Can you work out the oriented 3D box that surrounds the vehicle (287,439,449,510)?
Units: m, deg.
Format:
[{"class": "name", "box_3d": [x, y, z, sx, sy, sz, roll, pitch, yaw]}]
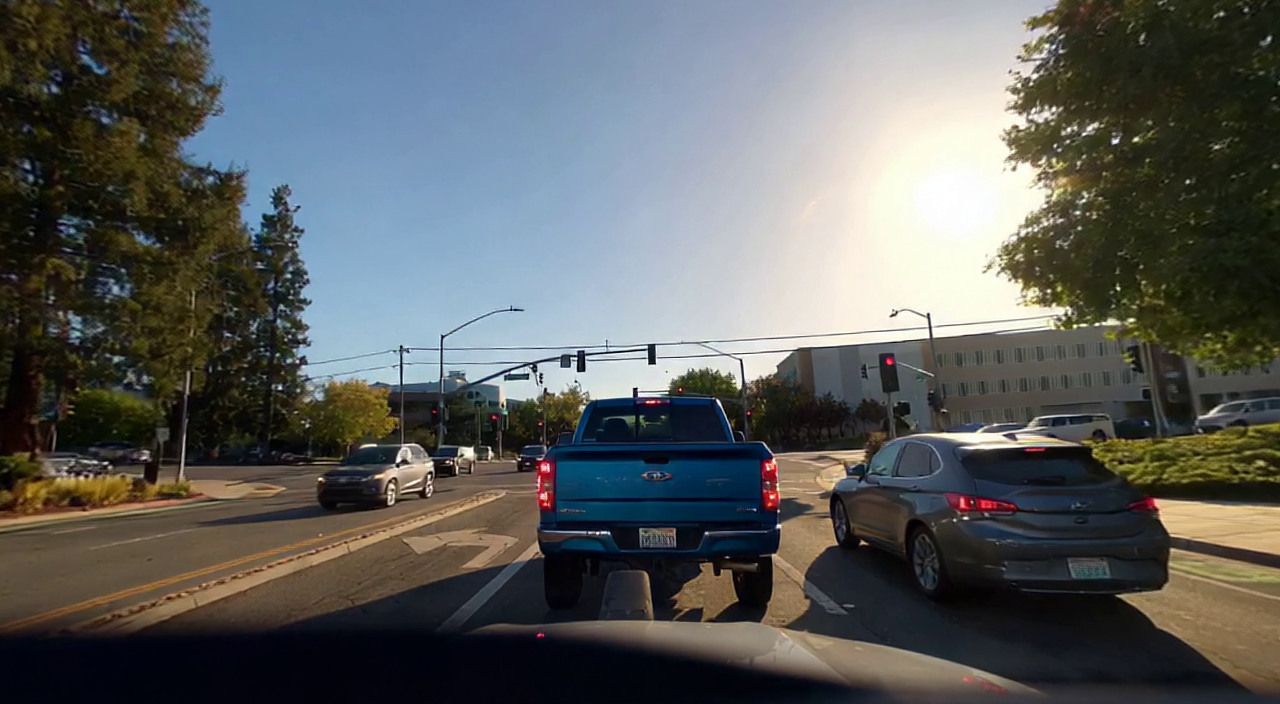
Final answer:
[{"class": "vehicle", "box_3d": [-6.521, 2.967, 15.837, 1.905, 1.494, 4.666, 0, -8, 1]}]

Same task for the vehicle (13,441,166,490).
[{"class": "vehicle", "box_3d": [-21.741, 4.471, 25.206, 2.062, 1.764, 4.508, 0, -8, -2]}]

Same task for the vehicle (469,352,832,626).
[{"class": "vehicle", "box_3d": [0.101, 1.394, 7.413, 2.636, 2.011, 5.425, 0, -8, 1]}]

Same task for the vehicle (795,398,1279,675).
[{"class": "vehicle", "box_3d": [3.335, 1.501, 6.472, 2.155, 1.667, 5.162, 0, -8, 0]}]
